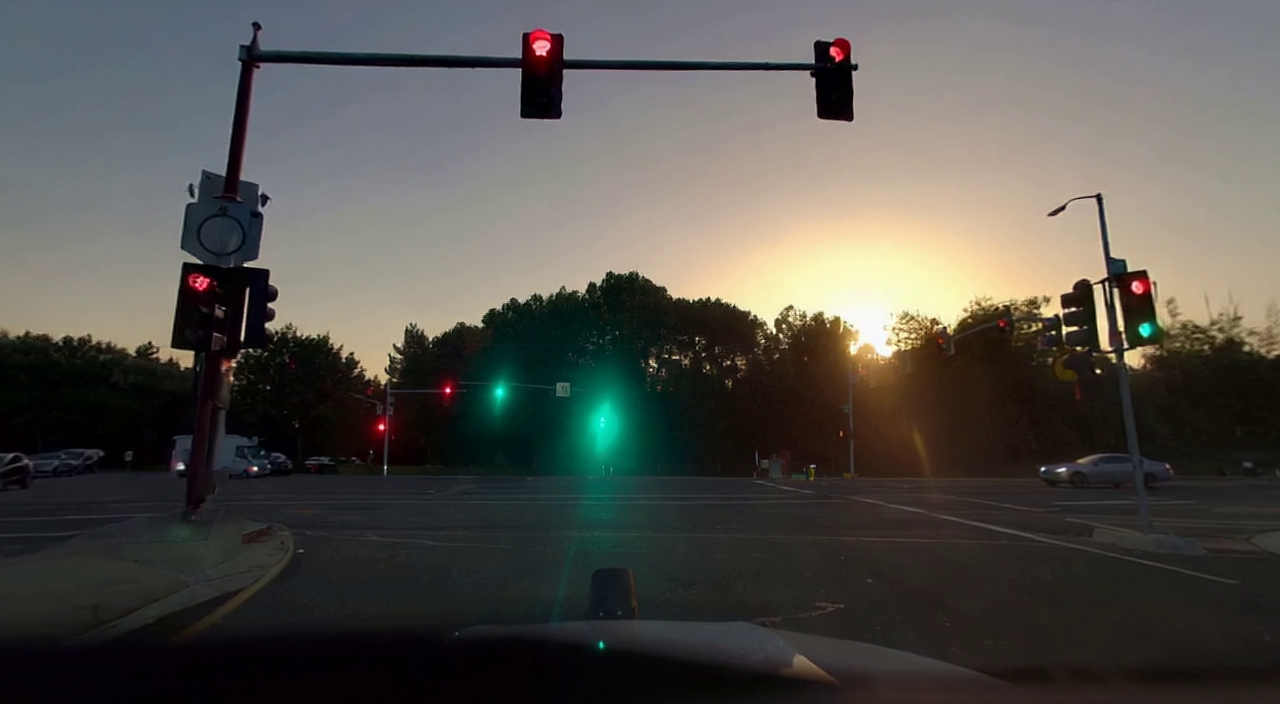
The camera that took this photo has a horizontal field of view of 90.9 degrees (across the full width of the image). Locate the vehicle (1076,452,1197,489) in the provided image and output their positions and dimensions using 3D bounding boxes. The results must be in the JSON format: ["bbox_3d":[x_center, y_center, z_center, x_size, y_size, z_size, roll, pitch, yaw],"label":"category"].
[{"bbox_3d":[22.889,5.466,29.132,3.998,1.590,1.936,1,-10,-6],"label":"vehicle"}]
